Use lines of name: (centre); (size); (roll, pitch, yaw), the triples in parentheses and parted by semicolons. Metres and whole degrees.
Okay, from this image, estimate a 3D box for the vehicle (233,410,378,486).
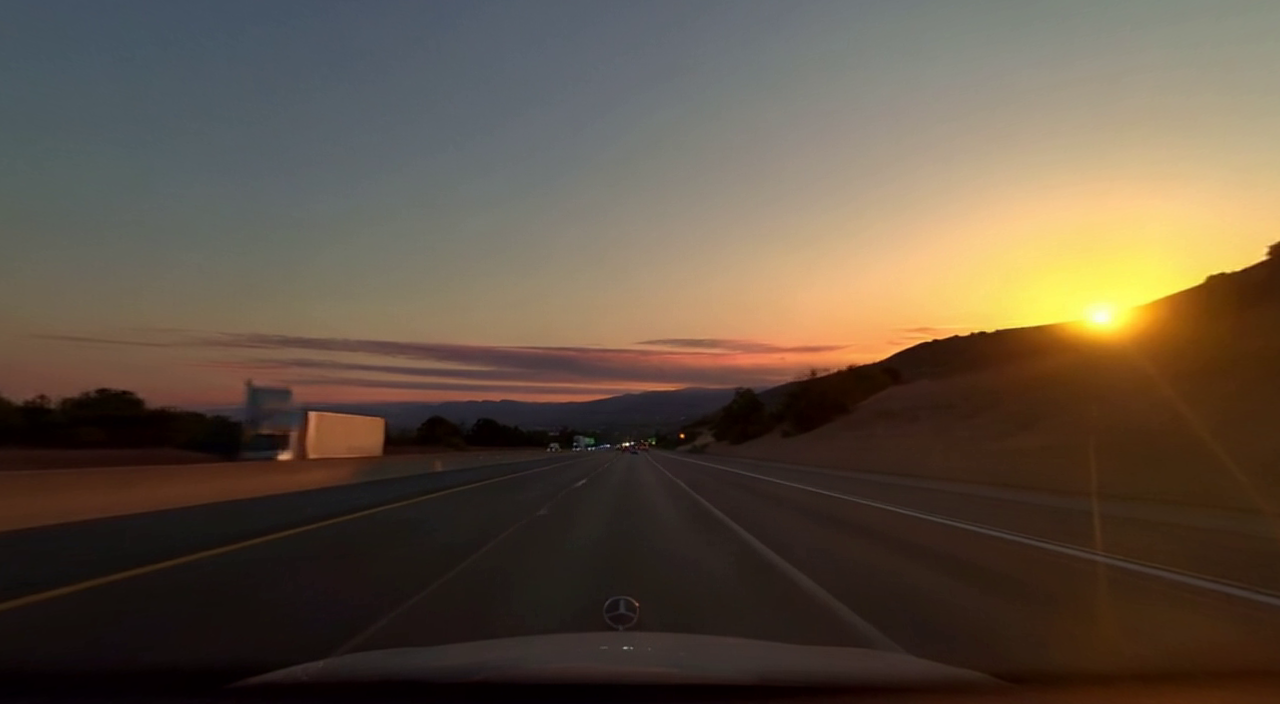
vehicle: (-20.424, 6.034, 39.525); (3.062, 4.064, 11.124); (0, -9, -1)
